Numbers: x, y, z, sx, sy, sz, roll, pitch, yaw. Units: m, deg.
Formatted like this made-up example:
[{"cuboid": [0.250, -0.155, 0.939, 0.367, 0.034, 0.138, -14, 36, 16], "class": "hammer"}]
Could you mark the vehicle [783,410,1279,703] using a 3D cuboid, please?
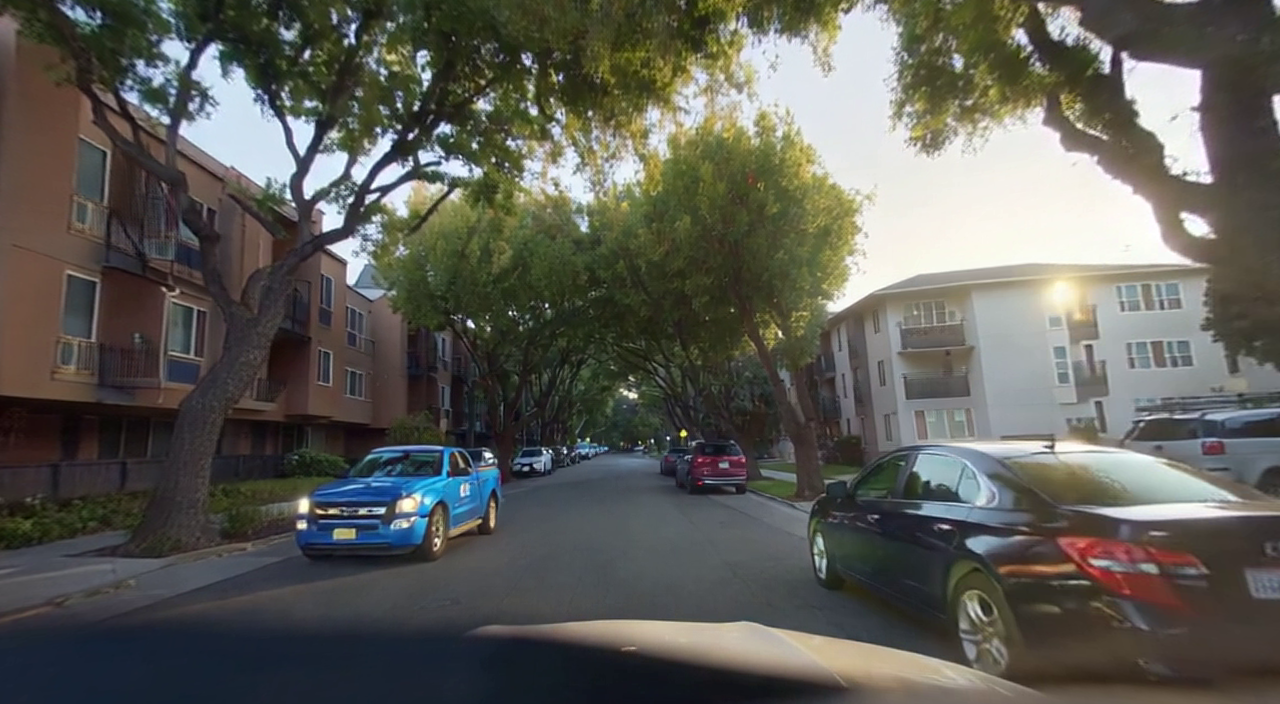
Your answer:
[{"cuboid": [2.591, 1.280, 4.408, 1.845, 1.479, 4.727, 0, -8, -3], "class": "vehicle"}]

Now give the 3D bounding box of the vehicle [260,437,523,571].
[{"cuboid": [-3.271, 2.068, 9.501, 1.966, 1.515, 4.394, -1, -8, 3], "class": "vehicle"}]

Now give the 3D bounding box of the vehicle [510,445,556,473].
[{"cuboid": [-6.524, 6.558, 38.964, 1.959, 1.490, 4.361, 0, -7, 1], "class": "vehicle"}]

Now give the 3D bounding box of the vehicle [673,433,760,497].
[{"cuboid": [2.113, 3.277, 18.680, 1.878, 1.664, 4.033, 0, -8, -3], "class": "vehicle"}]
